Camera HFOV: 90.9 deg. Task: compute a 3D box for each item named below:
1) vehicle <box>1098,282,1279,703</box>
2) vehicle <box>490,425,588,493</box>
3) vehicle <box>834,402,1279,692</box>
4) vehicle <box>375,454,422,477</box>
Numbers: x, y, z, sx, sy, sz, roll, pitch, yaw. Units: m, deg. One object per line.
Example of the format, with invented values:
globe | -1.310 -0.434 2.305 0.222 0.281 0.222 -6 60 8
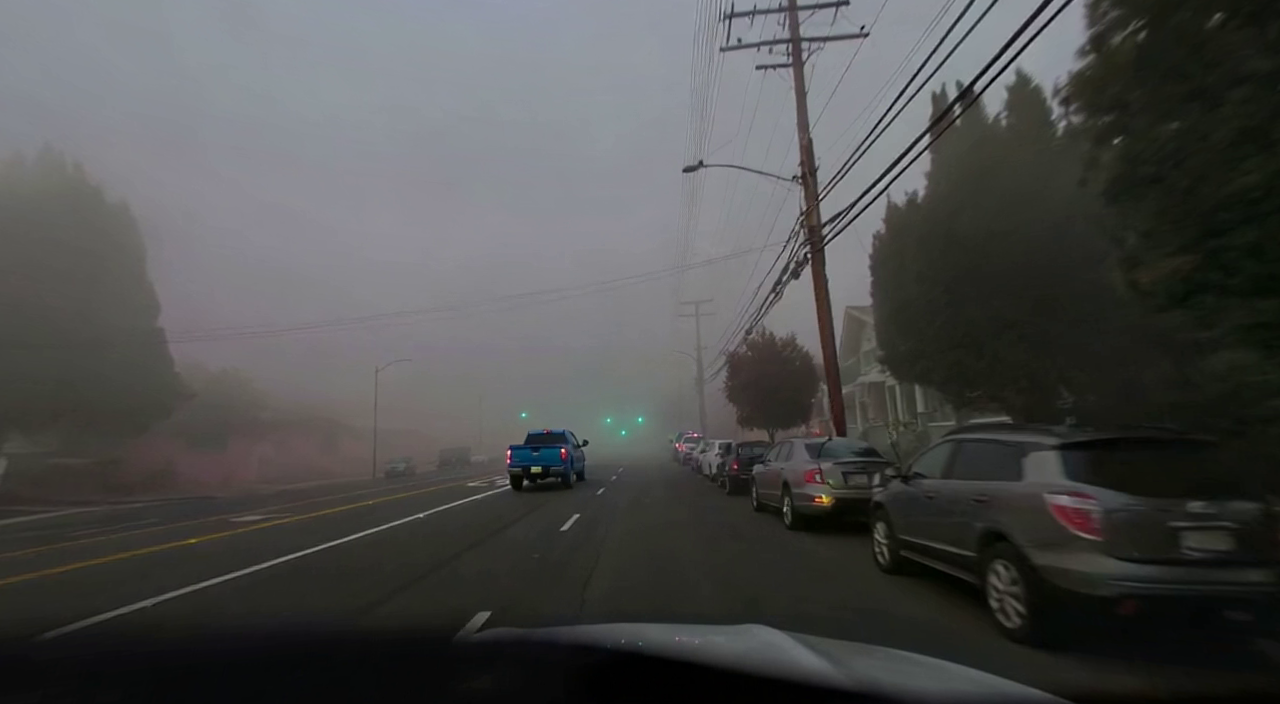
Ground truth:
vehicle | 2.851 0.431 0.232 2.029 1.727 4.384 0 -9 0
vehicle | -3.074 3.418 20.524 2.242 1.890 5.306 0 -9 1
vehicle | 3.354 1.367 5.660 1.921 1.520 4.526 -1 -9 2
vehicle | -18.573 8.745 48.696 1.908 1.614 4.092 -1 -9 2
